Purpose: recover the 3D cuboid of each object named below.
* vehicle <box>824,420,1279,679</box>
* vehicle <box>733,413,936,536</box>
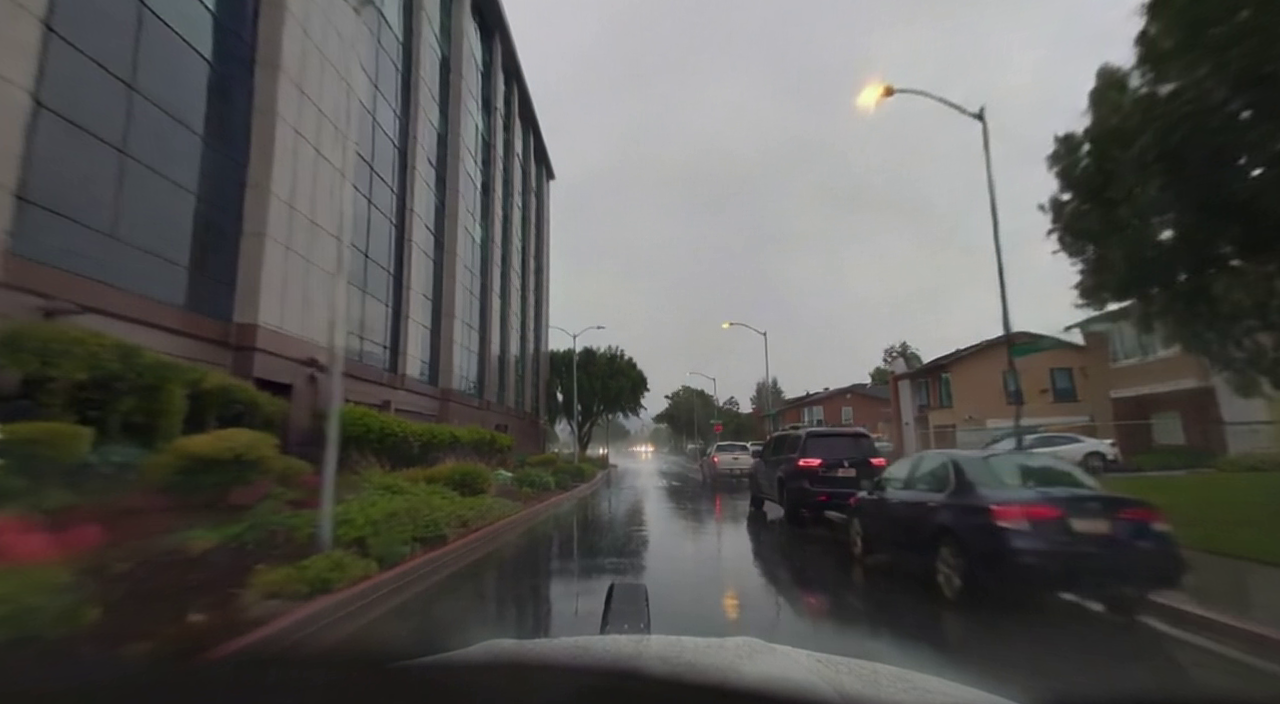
[{"bbox_3d":[3.246,1.453,5.832,1.848,1.442,4.425,0,-9,2],"label":"vehicle"},{"bbox_3d":[3.200,2.160,11.660,2.150,1.770,4.801,0,-9,-1],"label":"vehicle"}]
